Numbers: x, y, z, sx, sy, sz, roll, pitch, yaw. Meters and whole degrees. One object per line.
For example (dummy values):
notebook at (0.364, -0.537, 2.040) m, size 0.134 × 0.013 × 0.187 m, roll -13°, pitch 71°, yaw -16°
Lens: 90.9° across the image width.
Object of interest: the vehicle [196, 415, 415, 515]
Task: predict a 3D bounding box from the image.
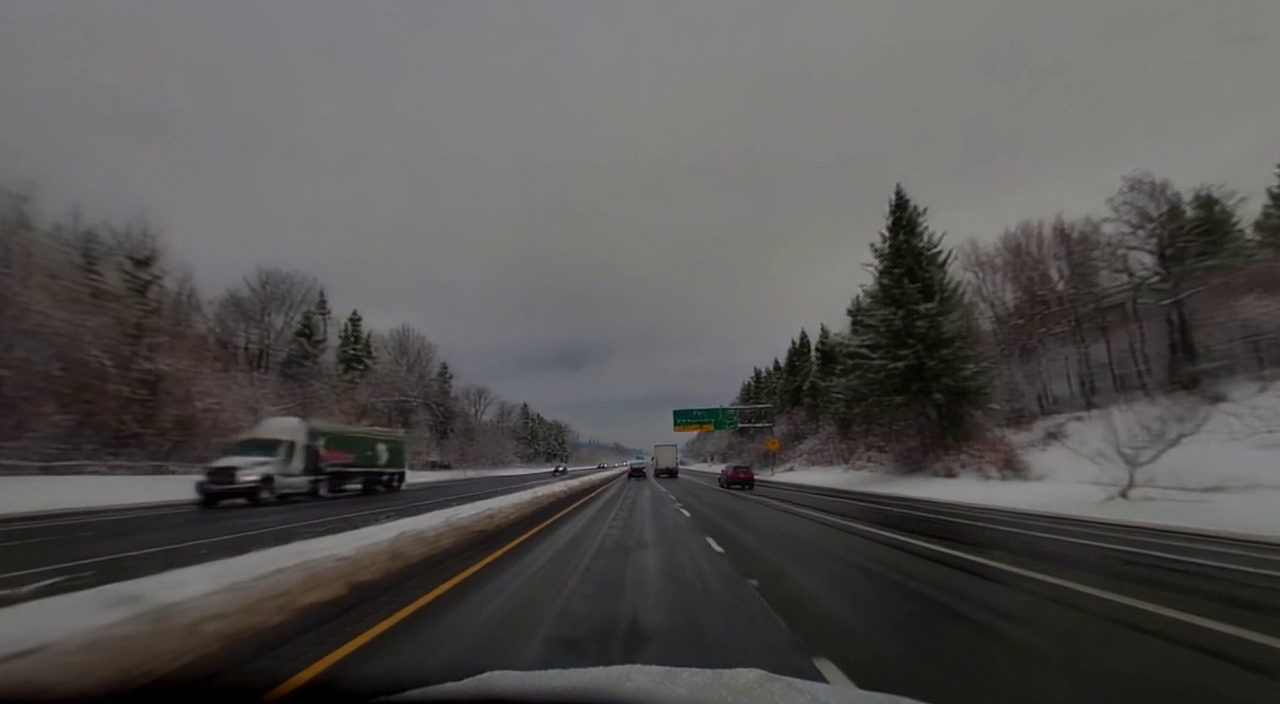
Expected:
vehicle at (-13.875, 5.057, 28.187) m, size 3.035 × 3.442 × 12.288 m, roll 1°, pitch -10°, yaw 0°

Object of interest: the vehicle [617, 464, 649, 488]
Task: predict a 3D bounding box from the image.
vehicle at (-0.474, 8.253, 42.083) m, size 2.025 × 1.452 × 3.927 m, roll 1°, pitch -10°, yaw -1°

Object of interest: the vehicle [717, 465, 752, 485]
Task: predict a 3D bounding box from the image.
vehicle at (7.435, 9.739, 49.960) m, size 1.977 × 1.494 × 4.311 m, roll 1°, pitch -10°, yaw -2°
